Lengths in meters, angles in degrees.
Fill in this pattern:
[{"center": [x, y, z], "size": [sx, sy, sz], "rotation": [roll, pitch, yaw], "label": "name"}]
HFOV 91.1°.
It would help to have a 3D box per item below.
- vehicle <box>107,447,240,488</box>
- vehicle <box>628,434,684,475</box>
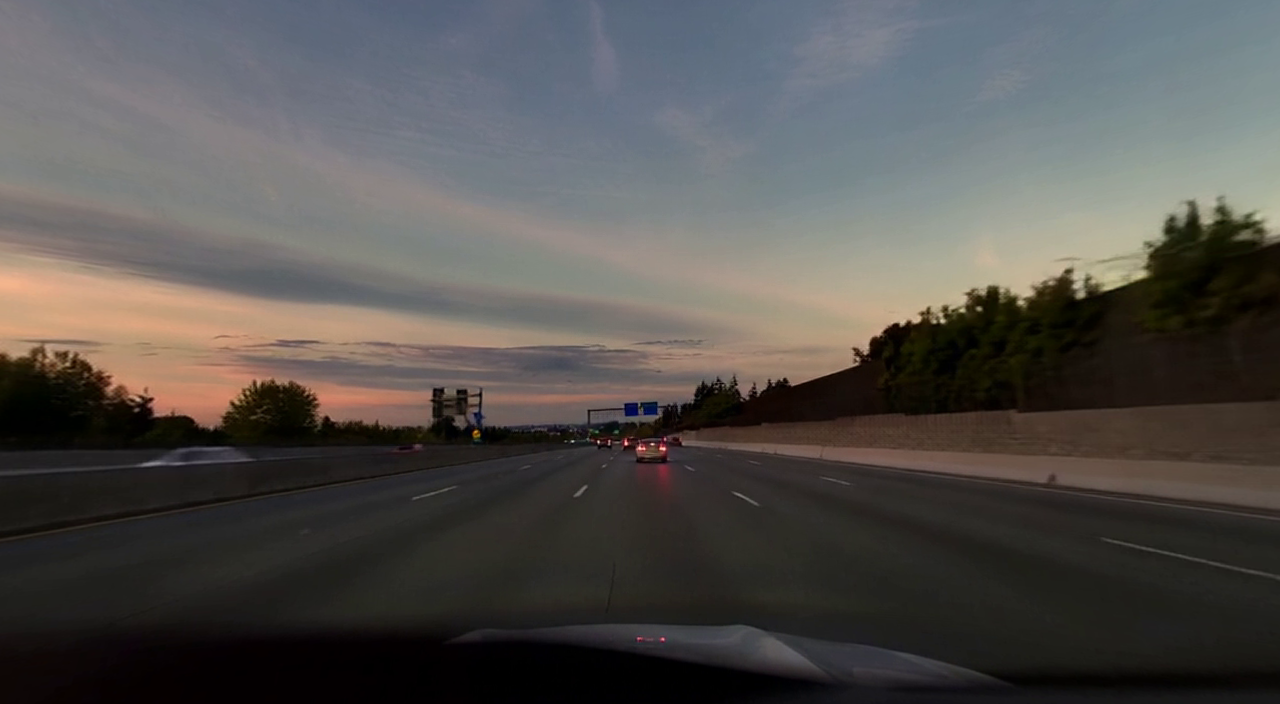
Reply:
[{"center": [-19.353, 4.778, 26.428], "size": [1.998, 1.482, 4.715], "rotation": [0, -8, 0], "label": "vehicle"}, {"center": [0.543, 3.982, 24.796], "size": [2.046, 1.467, 3.844], "rotation": [0, -8, -1], "label": "vehicle"}]
